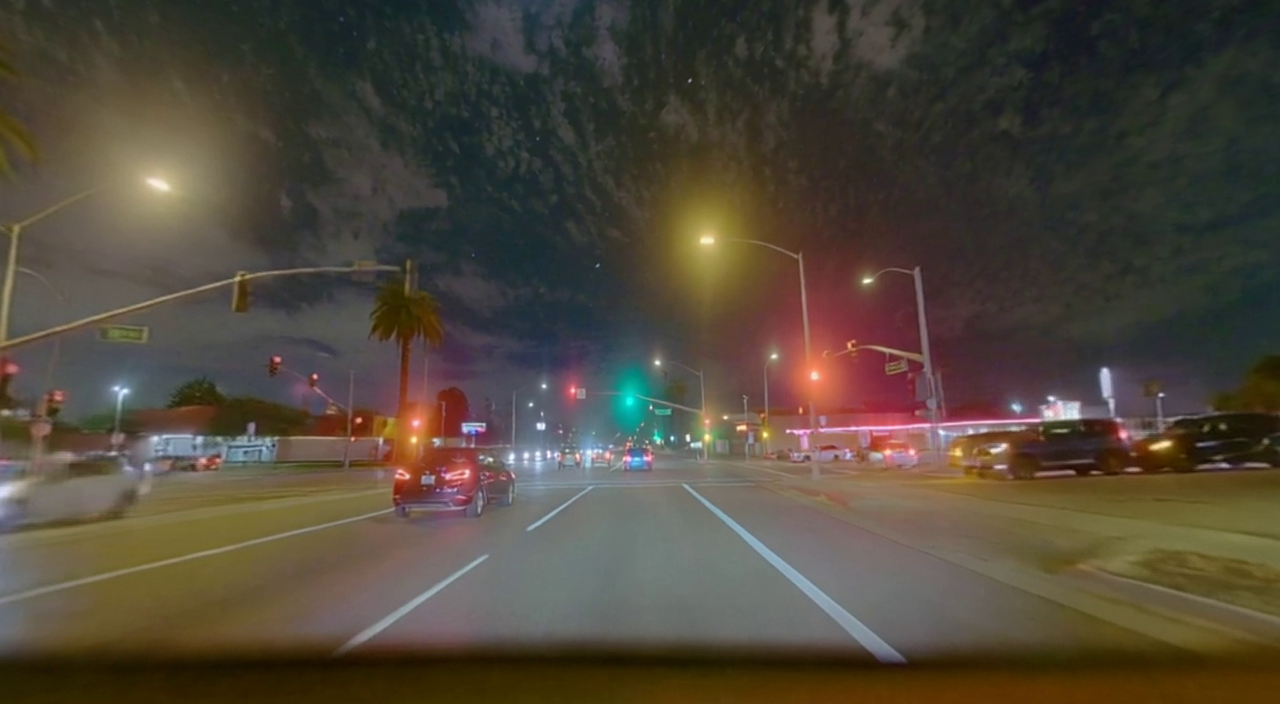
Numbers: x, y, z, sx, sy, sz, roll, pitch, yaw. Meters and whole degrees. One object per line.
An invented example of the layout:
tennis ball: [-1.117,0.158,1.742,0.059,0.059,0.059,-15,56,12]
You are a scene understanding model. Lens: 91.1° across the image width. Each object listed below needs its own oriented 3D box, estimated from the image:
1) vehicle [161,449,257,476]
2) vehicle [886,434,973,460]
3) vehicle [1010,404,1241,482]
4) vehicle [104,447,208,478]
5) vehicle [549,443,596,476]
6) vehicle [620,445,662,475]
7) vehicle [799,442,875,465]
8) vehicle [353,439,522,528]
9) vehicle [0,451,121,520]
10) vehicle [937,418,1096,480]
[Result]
vehicle: [-28.790,7.377,42.006,4.945,1.582,1.938,-2,-10,-1]
vehicle: [22.698,7.464,49.362,5.659,1.913,2.321,0,-8,-3]
vehicle: [13.690,2.667,18.414,2.345,1.886,5.809,-1,-8,3]
vehicle: [-29.650,6.748,38.579,4.640,1.809,2.118,0,-8,1]
vehicle: [-3.547,5.711,33.642,1.979,1.634,3.957,0,-8,2]
vehicle: [0.085,5.689,33.304,2.094,1.496,4.070,0,-8,1]
vehicle: [13.384,6.895,42.846,4.532,1.504,2.087,0,-8,1]
vehicle: [-3.912,2.597,13.054,1.904,1.513,4.410,0,-8,2]
vehicle: [-15.198,3.116,14.817,1.930,1.476,4.543,0,-8,1]
vehicle: [10.992,2.890,18.779,1.982,1.623,4.211,0,-8,-2]
